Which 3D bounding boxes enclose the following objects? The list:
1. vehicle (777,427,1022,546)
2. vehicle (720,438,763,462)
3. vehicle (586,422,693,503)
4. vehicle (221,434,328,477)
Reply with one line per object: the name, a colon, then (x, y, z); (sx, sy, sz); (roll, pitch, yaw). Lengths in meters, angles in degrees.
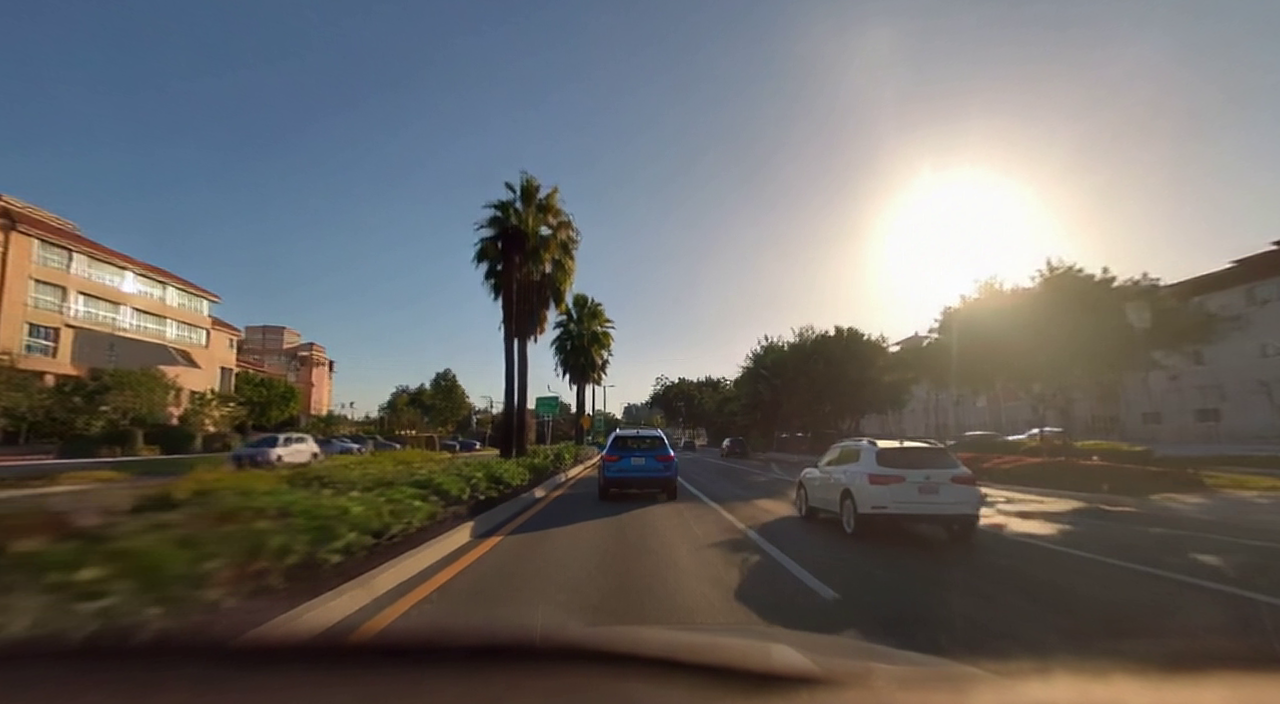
vehicle: (3.760, 2.021, 10.246); (1.941, 1.472, 4.570); (0, -8, -1)
vehicle: (6.448, 6.286, 40.599); (1.930, 1.457, 4.267); (0, -8, -2)
vehicle: (-0.038, 2.631, 15.443); (2.239, 1.693, 4.301); (0, -8, -1)
vehicle: (-17.672, 4.995, 30.895); (2.127, 1.883, 5.167); (0, -7, 0)
